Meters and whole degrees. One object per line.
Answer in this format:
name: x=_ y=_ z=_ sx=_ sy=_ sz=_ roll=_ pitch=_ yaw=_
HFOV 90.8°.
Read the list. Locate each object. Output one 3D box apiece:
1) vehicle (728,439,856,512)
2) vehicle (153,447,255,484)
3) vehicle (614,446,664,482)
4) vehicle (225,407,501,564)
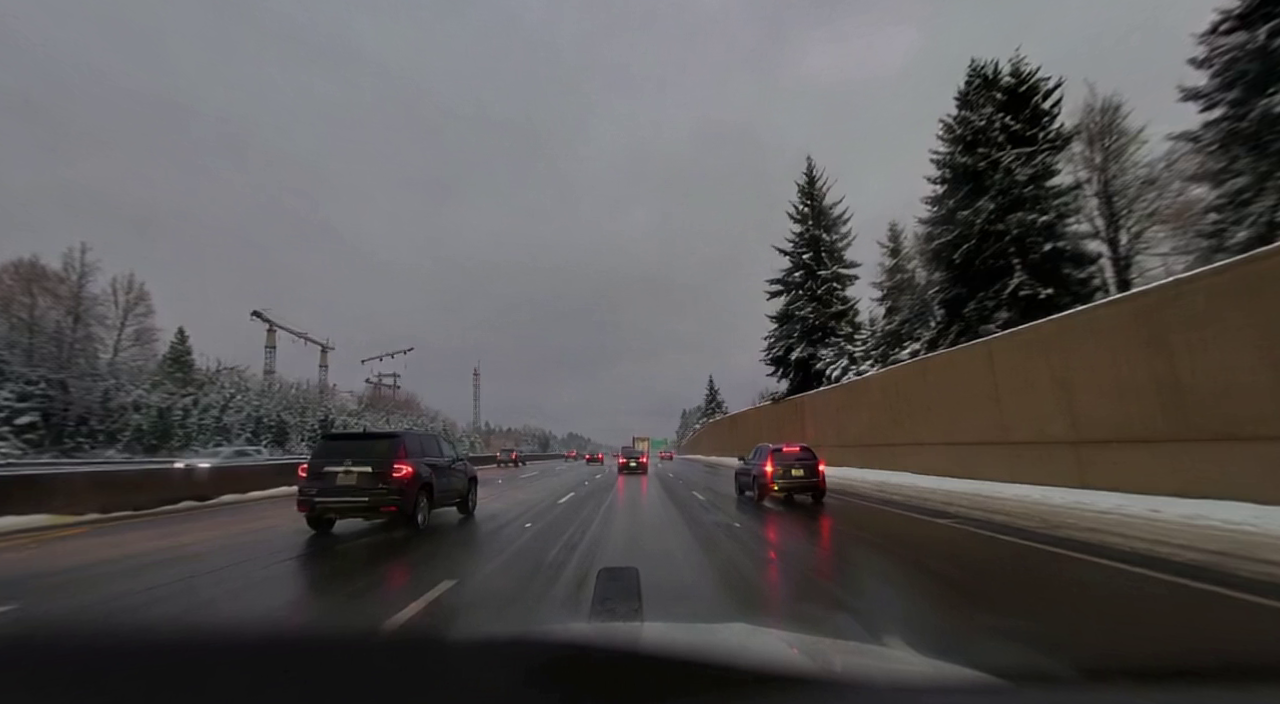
vehicle: x=3.528 y=2.943 z=15.630 sx=1.917 sy=1.507 sz=4.540 roll=0 pitch=-9 yaw=-2
vehicle: x=-23.402 y=6.084 z=34.176 sx=2.084 sy=1.800 sz=4.788 roll=0 pitch=-9 yaw=0
vehicle: x=-0.090 y=4.882 z=27.920 sx=2.045 sy=1.452 sz=4.040 roll=0 pitch=-8 yaw=-1
vehicle: x=-3.670 y=1.856 z=9.479 sx=2.121 sy=1.775 sz=4.335 roll=0 pitch=-9 yaw=0
